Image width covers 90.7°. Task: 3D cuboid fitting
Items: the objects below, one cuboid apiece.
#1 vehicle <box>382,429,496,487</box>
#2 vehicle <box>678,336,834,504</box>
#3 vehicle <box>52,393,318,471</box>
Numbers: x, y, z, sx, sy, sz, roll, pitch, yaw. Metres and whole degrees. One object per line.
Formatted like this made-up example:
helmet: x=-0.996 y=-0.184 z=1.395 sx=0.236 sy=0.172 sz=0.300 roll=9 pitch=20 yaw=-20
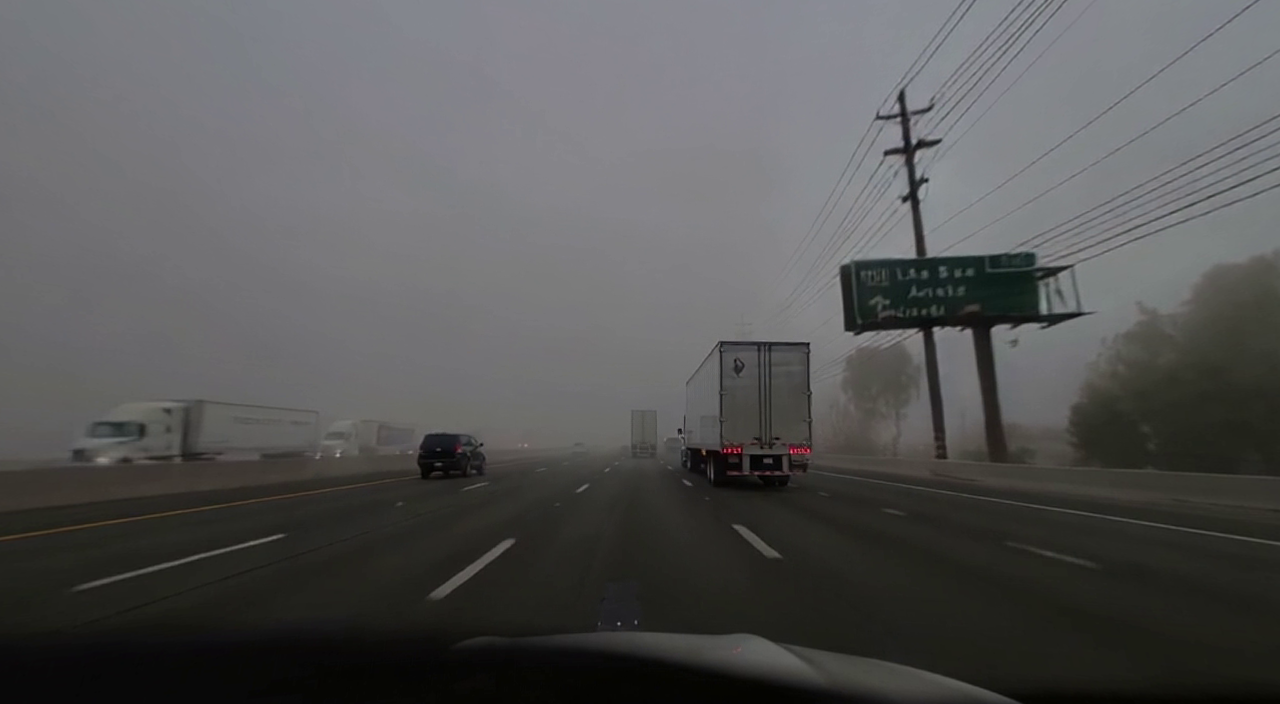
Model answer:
vehicle: x=-7.386 y=3.973 z=24.079 sx=2.425 sy=1.917 sz=5.647 roll=0 pitch=-9 yaw=1
vehicle: x=3.358 y=2.874 z=24.008 sx=2.892 sy=4.152 sz=16.575 roll=0 pitch=-8 yaw=0
vehicle: x=-24.862 y=4.879 z=37.095 sx=2.825 sy=3.528 sz=17.027 roll=0 pitch=-9 yaw=1
